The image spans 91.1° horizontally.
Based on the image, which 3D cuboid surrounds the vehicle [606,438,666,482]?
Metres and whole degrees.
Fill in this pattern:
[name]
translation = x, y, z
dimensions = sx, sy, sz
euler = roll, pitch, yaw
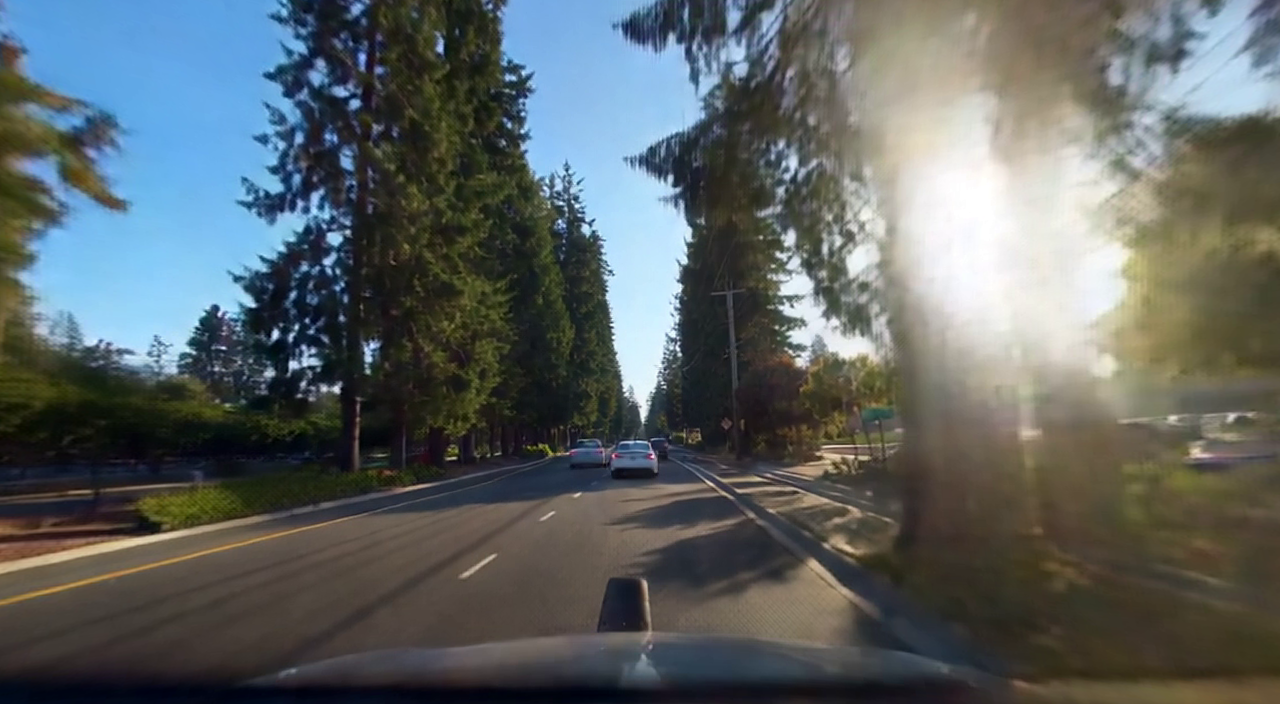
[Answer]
[vehicle]
translation = -0.137, 3.933, 23.216
dimensions = 1.991, 1.463, 3.988
euler = 0, -8, 0
